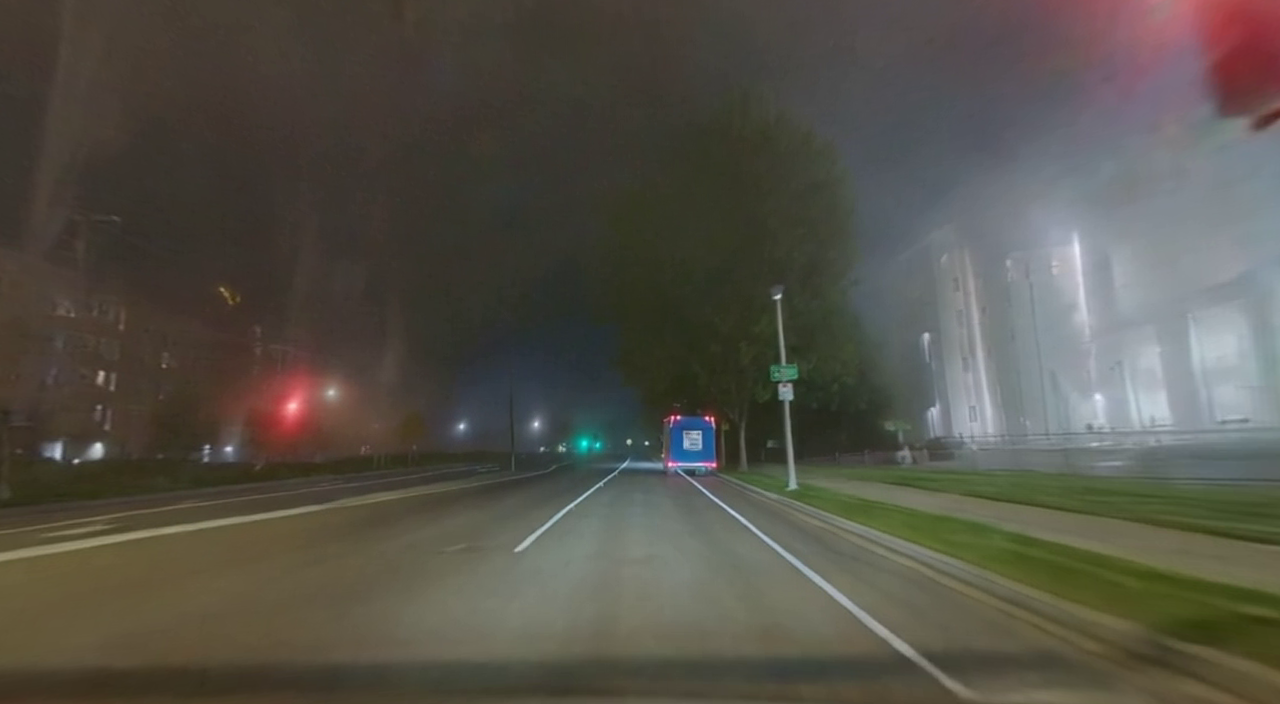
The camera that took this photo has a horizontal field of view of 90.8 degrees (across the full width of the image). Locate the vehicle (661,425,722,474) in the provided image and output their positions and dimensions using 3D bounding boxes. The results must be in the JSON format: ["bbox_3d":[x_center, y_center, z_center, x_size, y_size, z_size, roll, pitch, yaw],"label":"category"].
[{"bbox_3d":[2.425,4.794,31.151,2.514,2.218,5.013,0,-9,-1],"label":"vehicle"}]
